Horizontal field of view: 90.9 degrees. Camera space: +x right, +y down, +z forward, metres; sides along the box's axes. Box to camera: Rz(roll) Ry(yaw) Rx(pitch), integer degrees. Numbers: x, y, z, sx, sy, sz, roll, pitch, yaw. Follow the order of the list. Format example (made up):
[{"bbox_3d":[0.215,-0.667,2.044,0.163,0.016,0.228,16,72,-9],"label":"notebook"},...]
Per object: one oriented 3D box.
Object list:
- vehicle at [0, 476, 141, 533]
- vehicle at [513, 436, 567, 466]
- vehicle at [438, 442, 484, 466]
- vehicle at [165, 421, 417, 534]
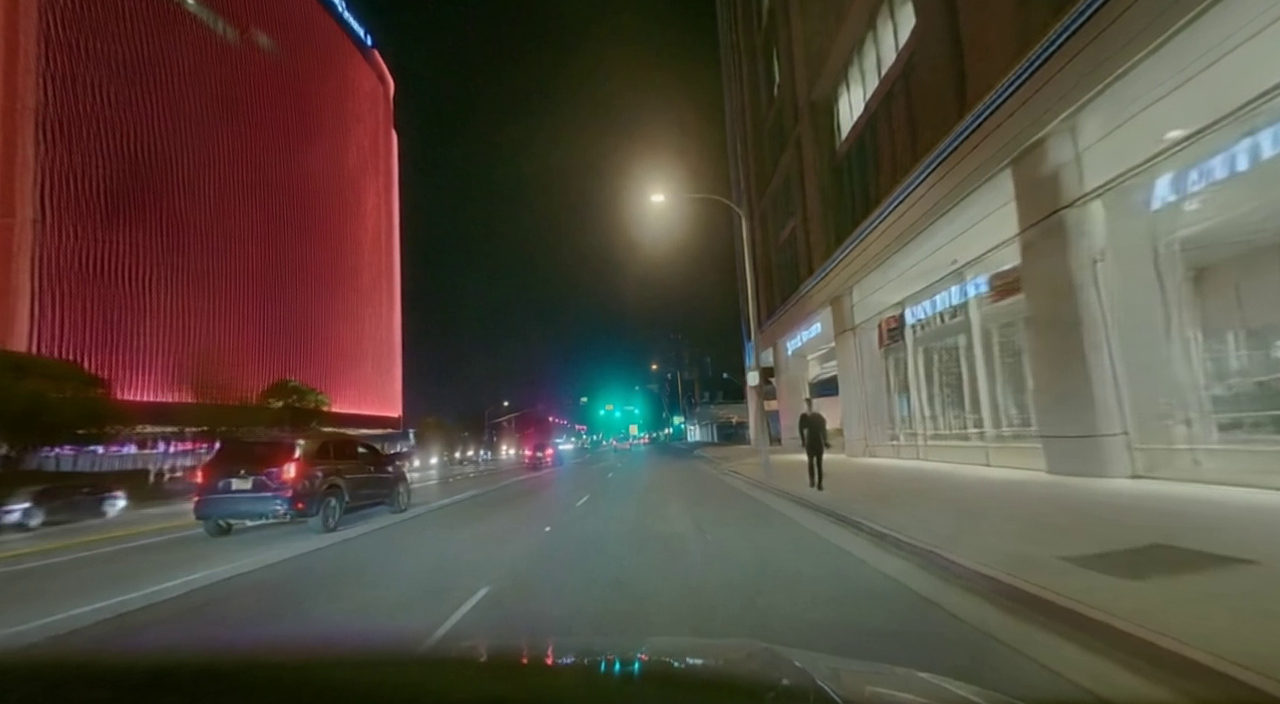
[{"bbox_3d":[-20.679,5.335,22.470,1.773,1.511,4.687,1,-8,2],"label":"vehicle"},{"bbox_3d":[-5.288,5.301,33.996,2.030,1.488,4.650,-1,-8,2],"label":"vehicle"},{"bbox_3d":[-13.211,7.561,46.814,2.003,1.704,4.334,-1,-8,1],"label":"vehicle"},{"bbox_3d":[-6.154,2.260,12.001,2.007,1.698,4.759,0,-8,1],"label":"vehicle"}]
